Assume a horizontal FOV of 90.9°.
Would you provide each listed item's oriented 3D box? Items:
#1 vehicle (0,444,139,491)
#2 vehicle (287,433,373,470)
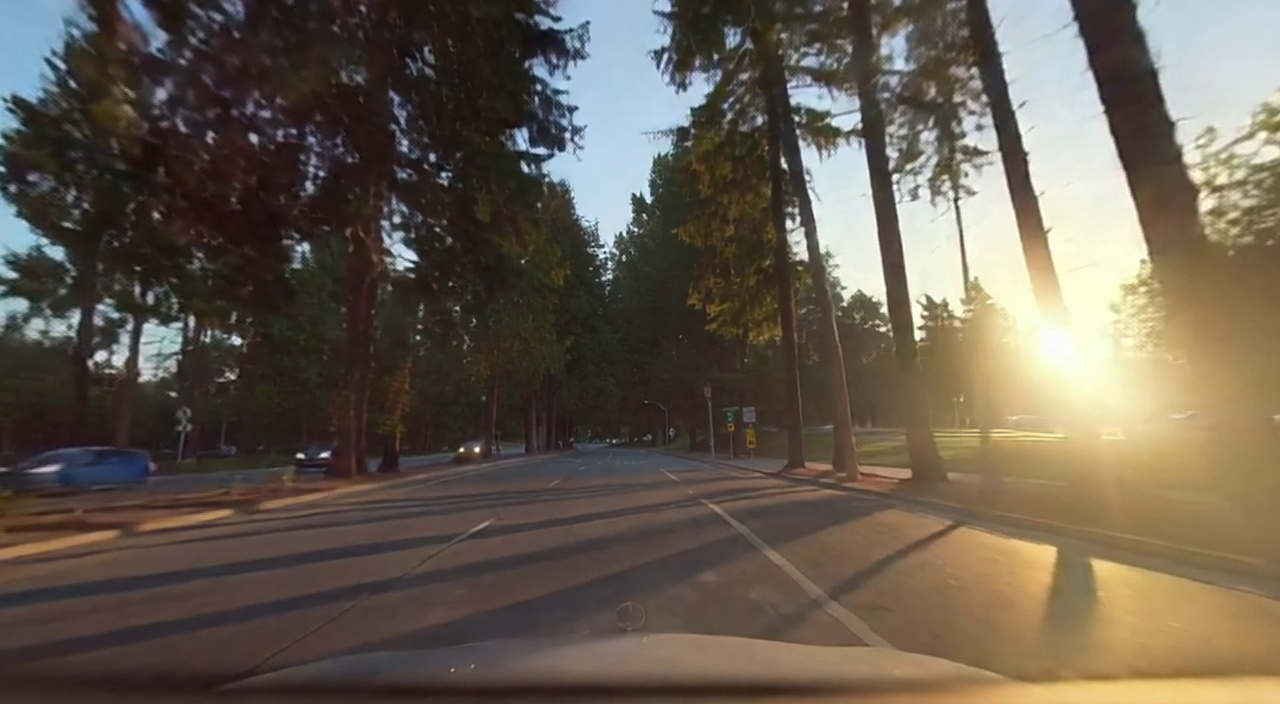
[{"bbox_3d":[-19.977,3.962,21.958,1.844,1.461,3.788,0,-8,0],"label":"vehicle"},{"bbox_3d":[-16.983,5.456,34.851,2.064,1.844,4.845,-1,-8,2],"label":"vehicle"}]
